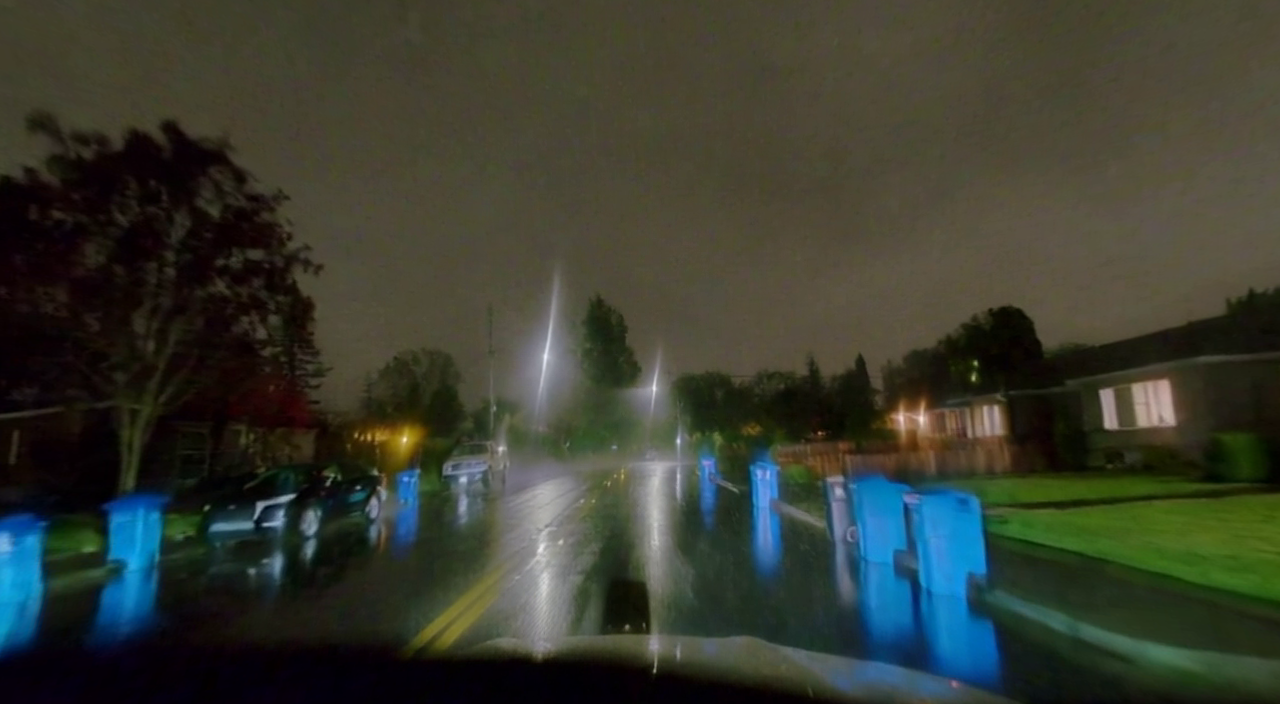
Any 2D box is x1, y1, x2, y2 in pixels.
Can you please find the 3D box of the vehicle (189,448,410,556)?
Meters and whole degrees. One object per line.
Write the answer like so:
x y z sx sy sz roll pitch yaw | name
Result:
-6.316 2.759 12.407 1.945 1.530 4.430 -4 -8 -1 | vehicle

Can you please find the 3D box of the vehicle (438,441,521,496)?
-6.379 4.636 25.603 2.169 1.871 4.762 -3 -8 -1 | vehicle

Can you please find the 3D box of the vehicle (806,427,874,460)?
11.389 5.282 36.321 2.189 1.756 5.053 1 -9 -1 | vehicle
